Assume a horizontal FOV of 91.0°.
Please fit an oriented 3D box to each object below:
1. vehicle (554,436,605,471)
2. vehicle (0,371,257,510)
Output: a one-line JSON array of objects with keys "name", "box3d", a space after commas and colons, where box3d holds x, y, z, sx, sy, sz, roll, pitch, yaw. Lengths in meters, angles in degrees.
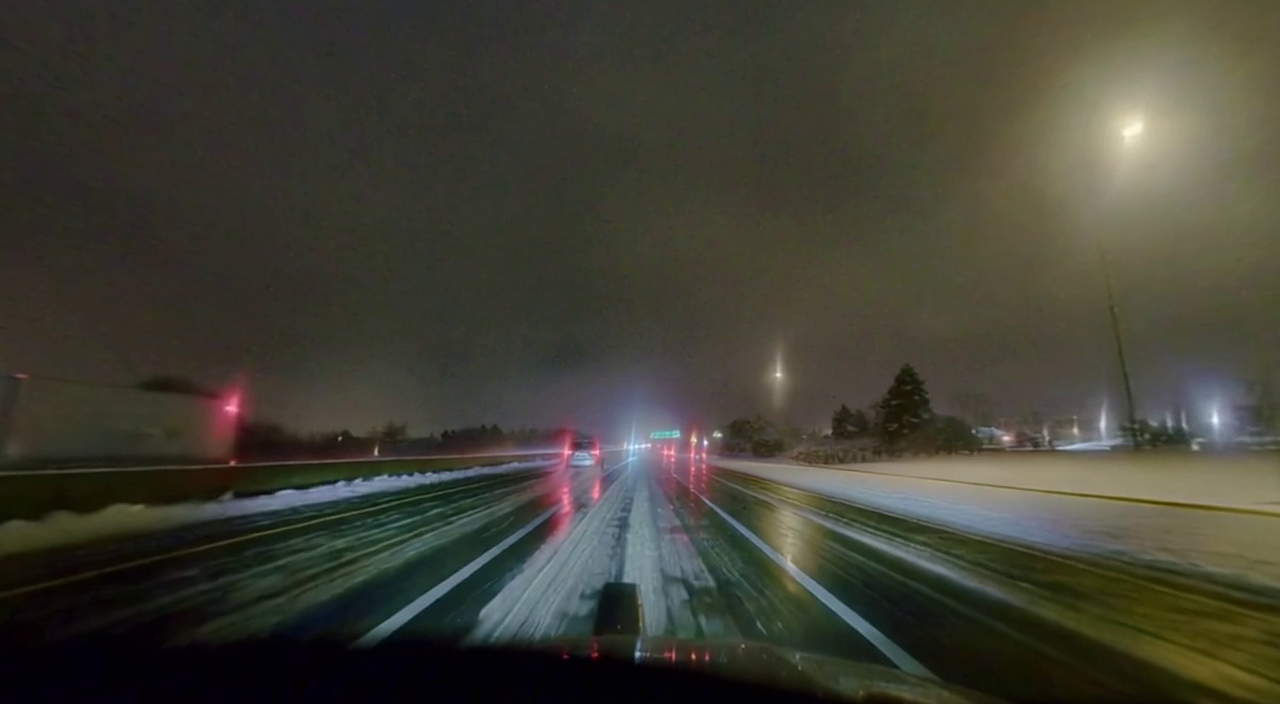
[{"name": "vehicle", "box3d": [-3.592, 6.175, 38.538, 2.431, 1.928, 5.760, 0, -9, 1]}, {"name": "vehicle", "box3d": [-19.418, 3.318, 23.488, 3.063, 3.922, 11.054, 0, -9, 1]}]
